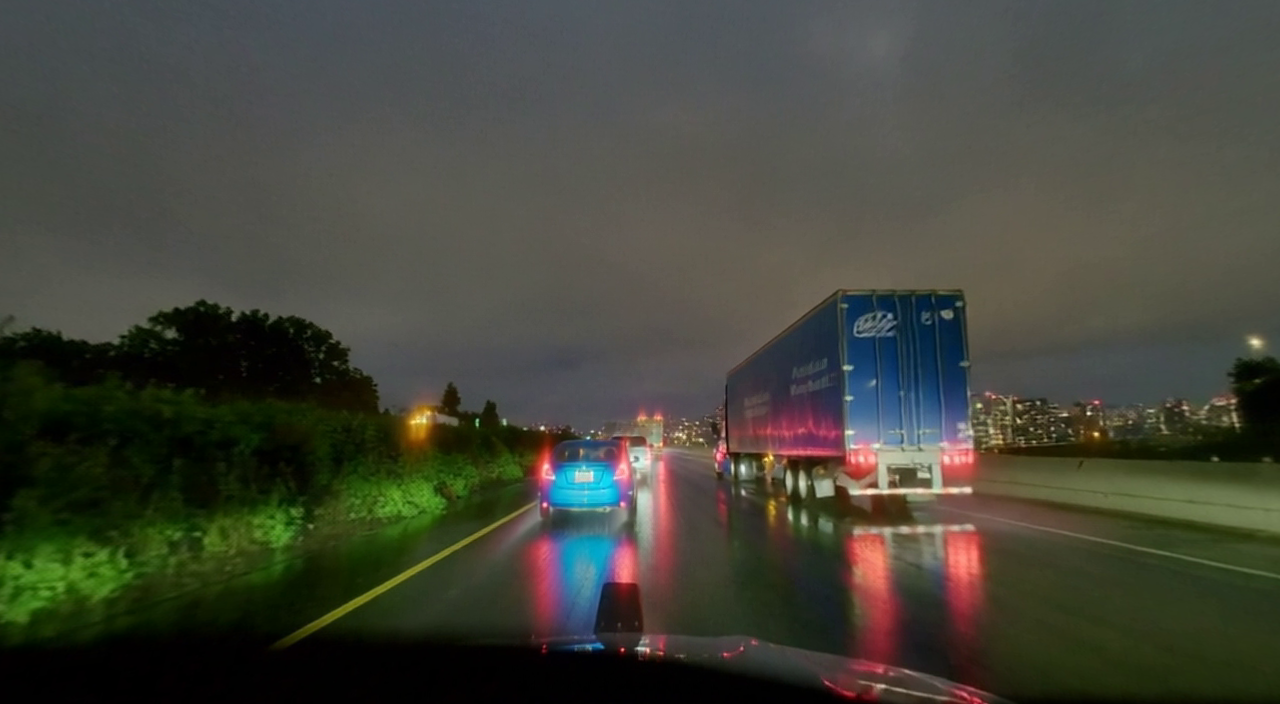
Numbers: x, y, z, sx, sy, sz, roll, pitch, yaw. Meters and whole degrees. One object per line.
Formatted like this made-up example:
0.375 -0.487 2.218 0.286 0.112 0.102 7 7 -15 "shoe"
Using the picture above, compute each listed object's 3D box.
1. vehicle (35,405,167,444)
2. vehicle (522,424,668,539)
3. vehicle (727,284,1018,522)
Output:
-22.601 3.141 26.628 1.896 1.456 4.407 0 -9 -4 "vehicle"
-0.647 2.113 10.755 2.038 1.582 3.729 0 -9 0 "vehicle"
4.874 1.886 17.712 2.825 4.043 14.051 0 -9 0 "vehicle"
